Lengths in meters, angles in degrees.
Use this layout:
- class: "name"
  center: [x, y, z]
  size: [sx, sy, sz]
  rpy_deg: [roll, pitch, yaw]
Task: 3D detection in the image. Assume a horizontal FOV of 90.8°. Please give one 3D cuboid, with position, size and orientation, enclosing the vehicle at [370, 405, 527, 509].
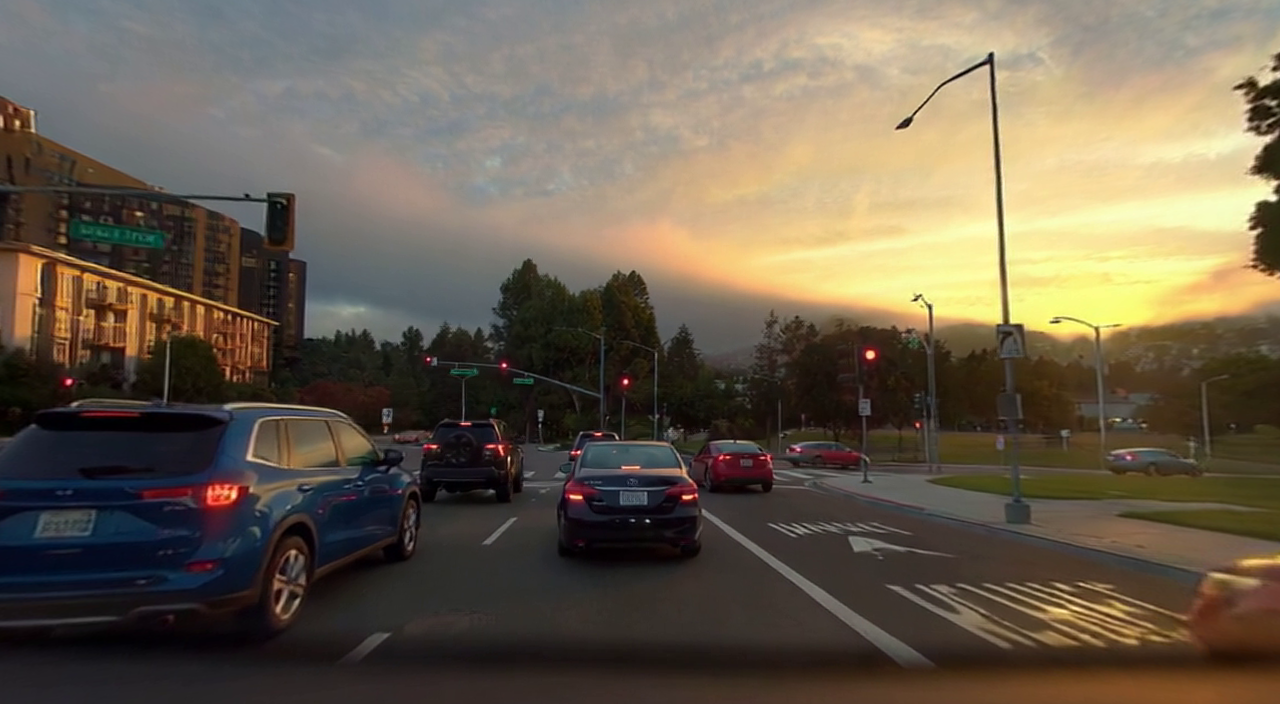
- class: "vehicle"
  center: [-4.178, 2.433, 15.007]
  size: [2.305, 1.984, 5.586]
  rpy_deg: [0, -8, -4]

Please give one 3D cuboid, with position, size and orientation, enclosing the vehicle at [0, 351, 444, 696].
- class: "vehicle"
  center: [-3.267, 1.179, 5.441]
  size: [1.924, 1.737, 4.387]
  rpy_deg: [0, -8, -3]

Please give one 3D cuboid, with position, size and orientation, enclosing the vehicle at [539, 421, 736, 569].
- class: "vehicle"
  center: [-0.169, 1.778, 8.703]
  size: [2.001, 1.483, 4.442]
  rpy_deg: [0, -8, -4]

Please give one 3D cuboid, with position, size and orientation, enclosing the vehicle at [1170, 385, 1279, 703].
- class: "vehicle"
  center: [3.315, 0.588, 0.246]
  size: [2.100, 1.524, 4.746]
  rpy_deg: [0, -8, 0]

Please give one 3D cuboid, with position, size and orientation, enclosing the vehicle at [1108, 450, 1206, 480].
- class: "vehicle"
  center: [32.456, 7.081, 39.762]
  size: [4.394, 1.802, 1.924]
  rpy_deg: [0, -8, 1]

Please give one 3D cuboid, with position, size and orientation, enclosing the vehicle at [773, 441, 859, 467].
- class: "vehicle"
  center: [10.721, 6.212, 38.674]
  size: [4.609, 1.513, 1.861]
  rpy_deg: [1, -9, -7]
